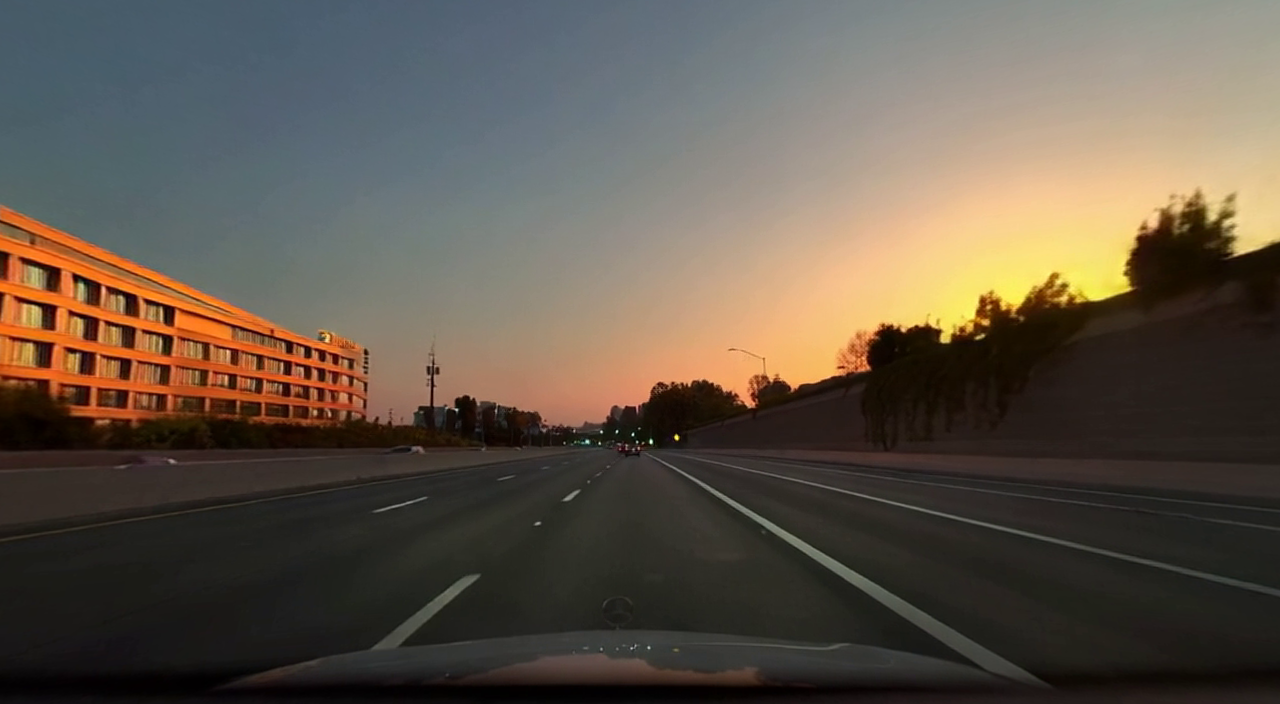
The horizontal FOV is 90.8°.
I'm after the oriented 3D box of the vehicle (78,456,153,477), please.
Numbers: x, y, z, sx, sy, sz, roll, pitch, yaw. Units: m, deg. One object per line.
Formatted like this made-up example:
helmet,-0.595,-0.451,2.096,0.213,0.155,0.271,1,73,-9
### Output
vehicle,-40.235,8.794,48.571,1.789,1.457,4.444,-1,-9,2
